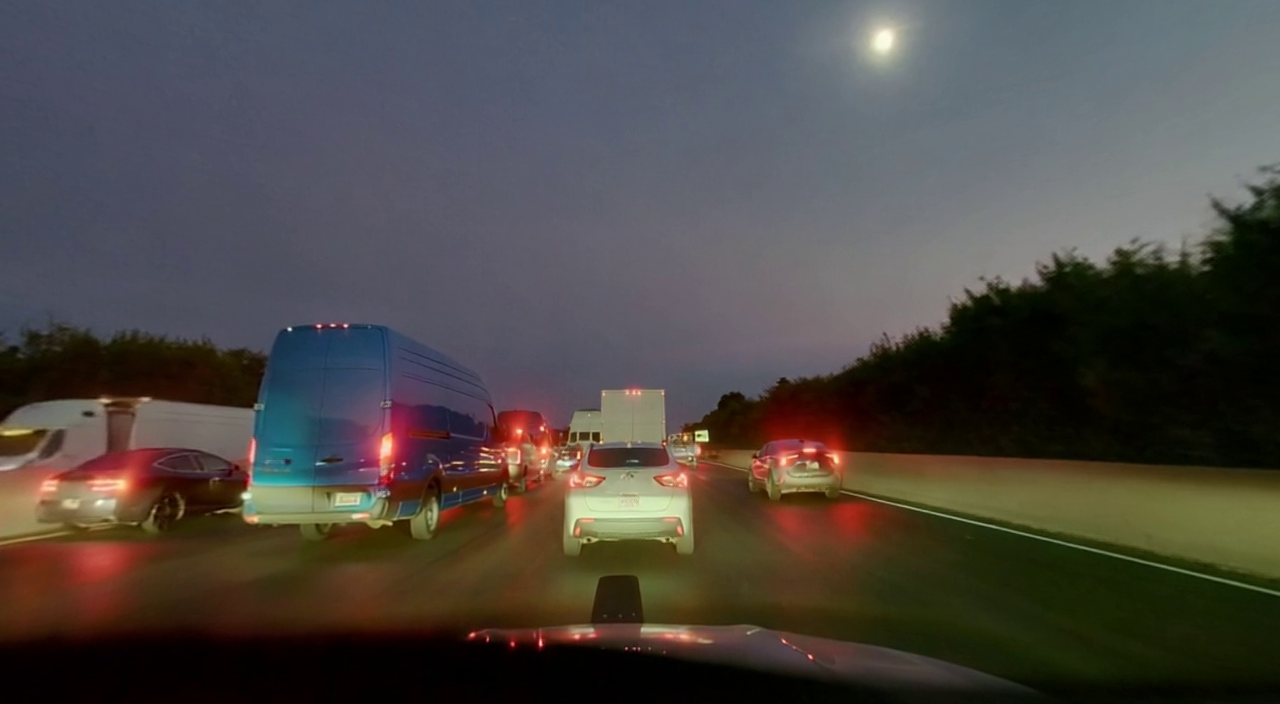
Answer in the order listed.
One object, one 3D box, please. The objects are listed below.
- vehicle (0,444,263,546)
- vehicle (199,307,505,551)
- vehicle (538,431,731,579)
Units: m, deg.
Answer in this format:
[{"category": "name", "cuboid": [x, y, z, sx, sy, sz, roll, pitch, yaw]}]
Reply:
[{"category": "vehicle", "cuboid": [-8.887, 2.422, 11.329, 1.797, 1.466, 3.924, 0, -9, 0]}, {"category": "vehicle", "cuboid": [-4.079, 1.383, 10.814, 2.254, 2.879, 6.656, 0, -9, -2]}, {"category": "vehicle", "cuboid": [-0.086, 1.855, 8.296, 1.995, 1.495, 3.380, 0, -9, -1]}]
